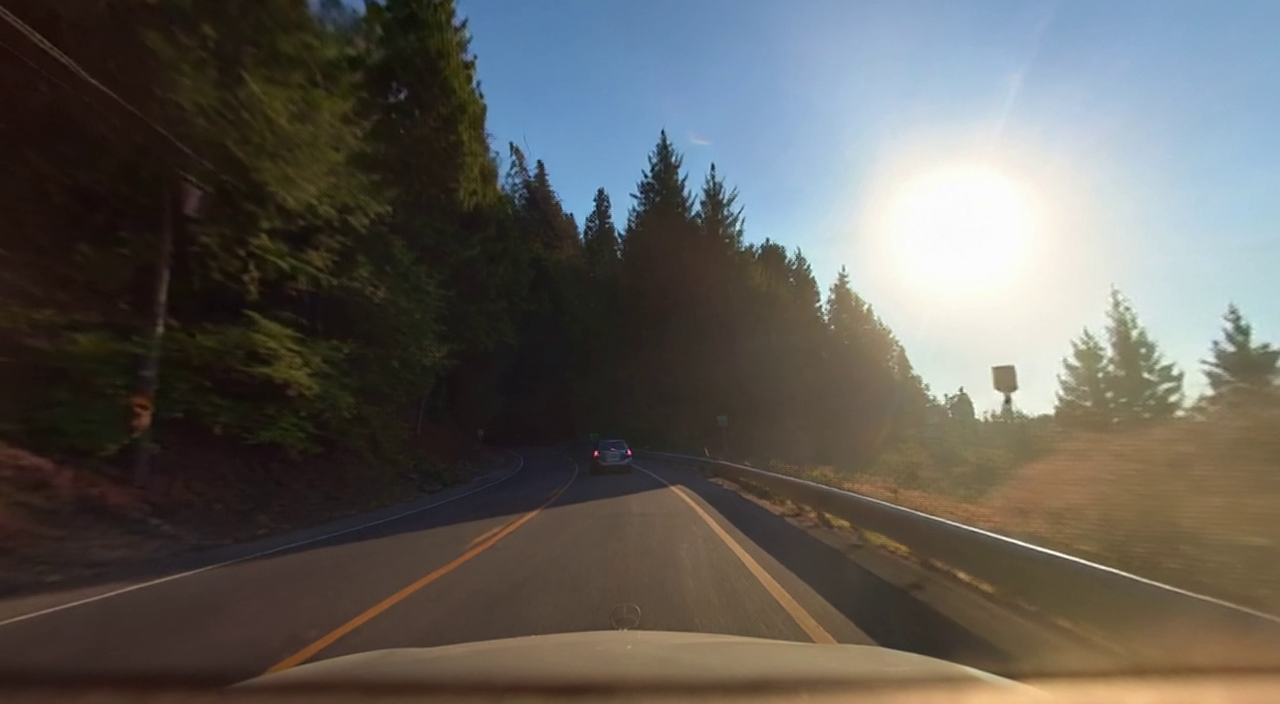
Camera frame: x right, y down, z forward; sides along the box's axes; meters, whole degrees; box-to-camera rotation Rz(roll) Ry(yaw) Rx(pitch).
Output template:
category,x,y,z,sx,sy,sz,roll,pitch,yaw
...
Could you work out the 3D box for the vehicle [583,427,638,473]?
category,x,y,z,sx,sy,sz,roll,pitch,yaw
vehicle,-1.576,4.827,31.298,2.469,1.953,5.605,-1,-8,-5
